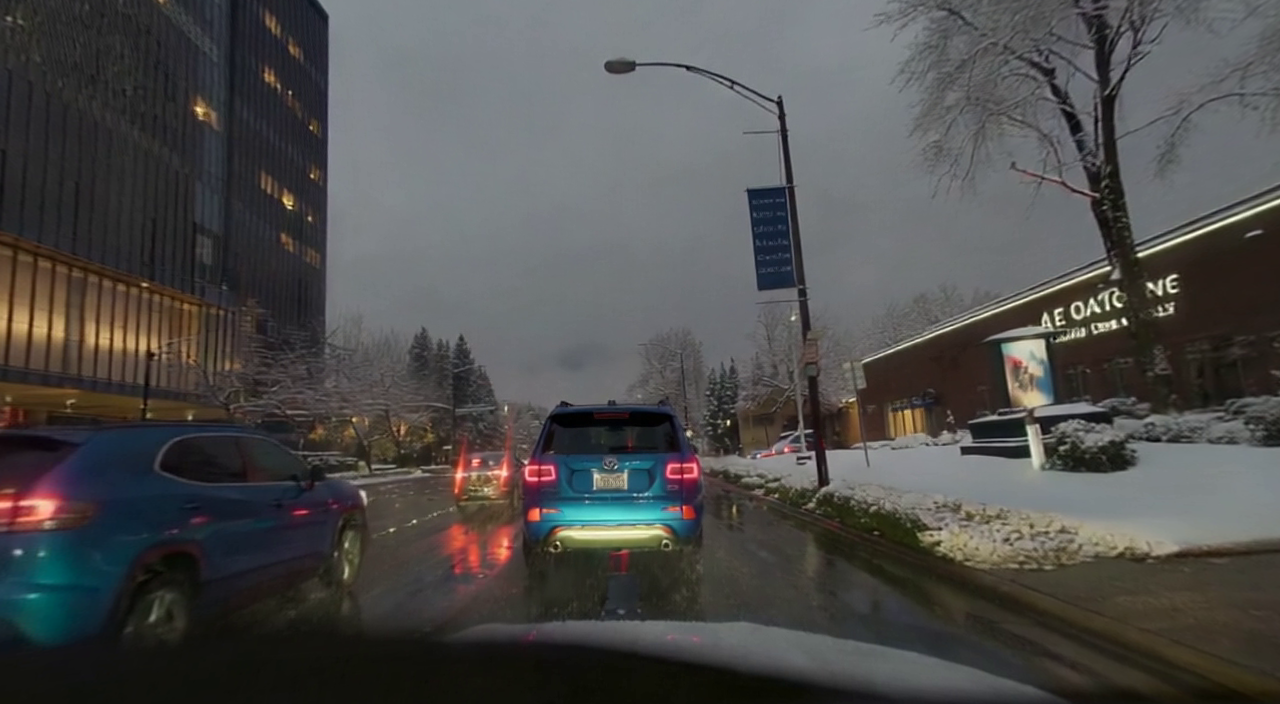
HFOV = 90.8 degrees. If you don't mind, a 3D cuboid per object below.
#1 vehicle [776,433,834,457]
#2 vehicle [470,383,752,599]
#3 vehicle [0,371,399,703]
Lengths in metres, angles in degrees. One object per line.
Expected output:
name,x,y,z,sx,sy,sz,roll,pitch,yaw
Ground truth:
vehicle,10.504,5.929,40.095,1.877,1.416,3.965,-8,-12,41
vehicle,-0.343,1.570,7.993,2.531,1.930,4.382,0,-8,-2
vehicle,-3.409,1.203,4.269,1.971,1.658,4.428,0,-8,-2
